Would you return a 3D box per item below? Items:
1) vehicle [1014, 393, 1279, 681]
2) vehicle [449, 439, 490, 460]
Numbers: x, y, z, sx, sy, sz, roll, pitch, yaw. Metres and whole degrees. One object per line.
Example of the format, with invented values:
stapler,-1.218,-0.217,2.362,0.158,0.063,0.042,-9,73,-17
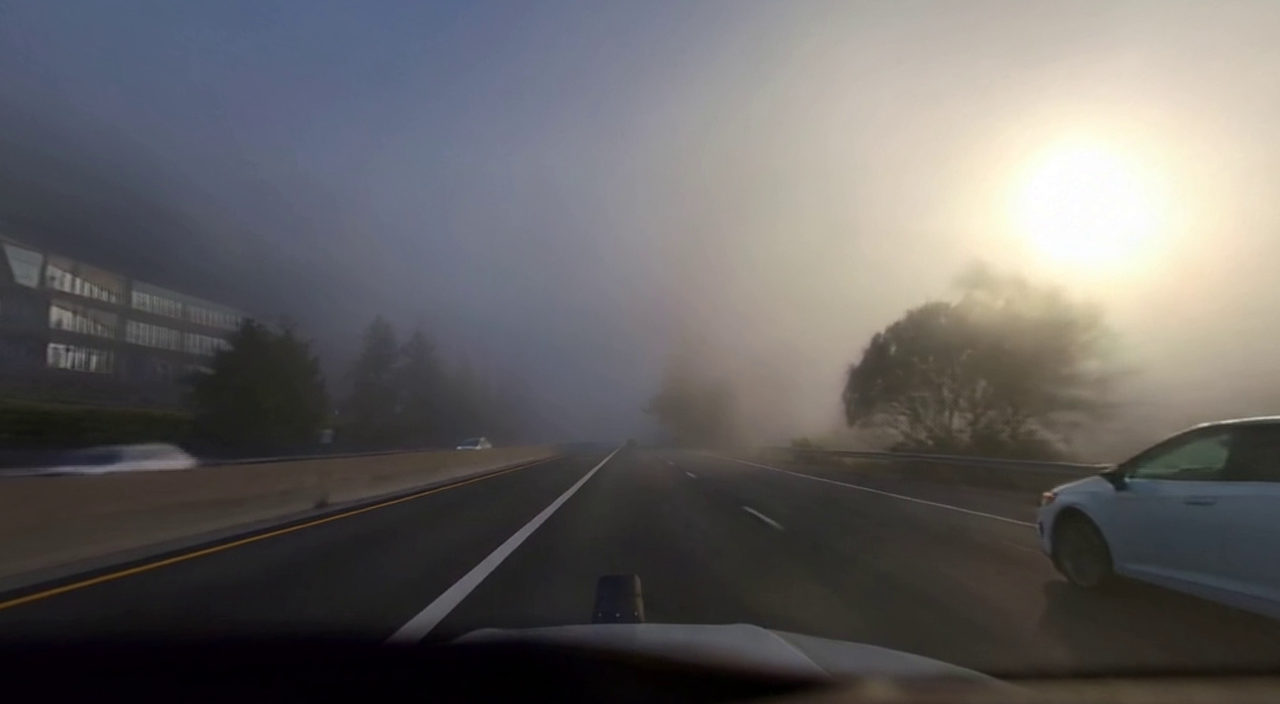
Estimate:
vehicle,4.613,1.032,3.536,2.095,1.587,4.638,0,-8,-1
vehicle,-12.641,7.246,46.965,1.902,1.454,4.229,0,-8,1
